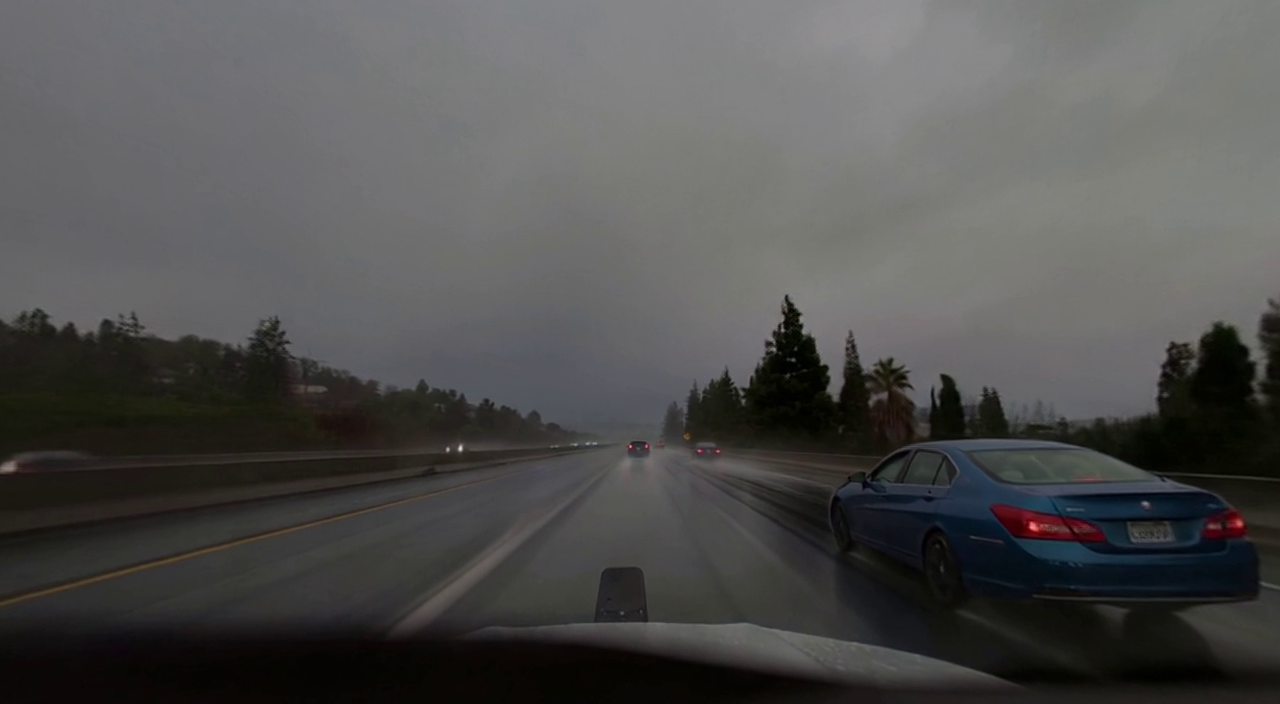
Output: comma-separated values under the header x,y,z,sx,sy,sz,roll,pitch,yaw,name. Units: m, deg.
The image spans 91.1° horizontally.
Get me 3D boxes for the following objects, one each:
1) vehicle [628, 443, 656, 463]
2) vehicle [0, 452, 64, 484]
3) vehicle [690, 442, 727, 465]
x,y,z,sx,sy,sz,roll,pitch,yaw,name
0.131,7.587,47.326,2.052,1.449,3.857,0,-8,0,vehicle
-32.903,5.955,32.363,1.846,1.532,4.728,0,-8,1,vehicle
4.708,7.101,44.005,2.008,1.524,4.598,0,-8,-1,vehicle
